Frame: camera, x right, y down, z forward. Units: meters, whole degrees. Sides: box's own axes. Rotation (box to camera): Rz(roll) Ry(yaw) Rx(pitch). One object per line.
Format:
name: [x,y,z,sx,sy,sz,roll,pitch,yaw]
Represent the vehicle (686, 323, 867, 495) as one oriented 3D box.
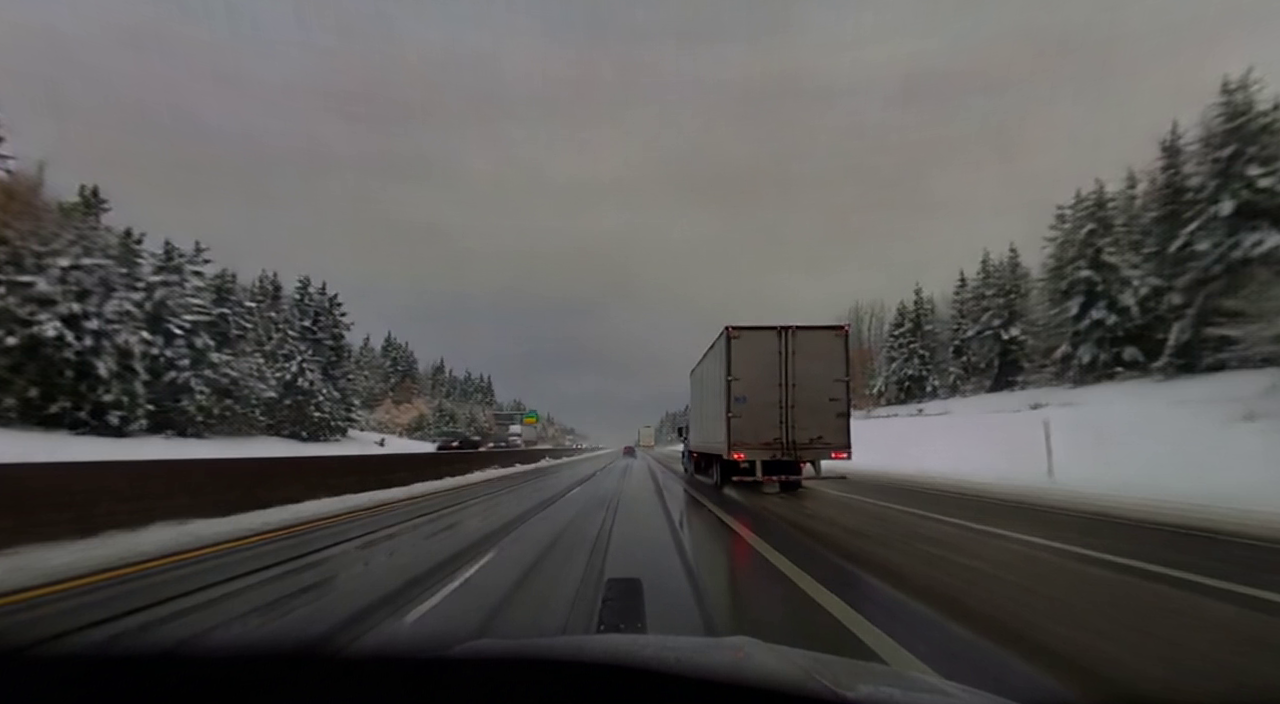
vehicle: [3.861,2.422,22.659,3.323,4.262,14.056,0,-9,0]
